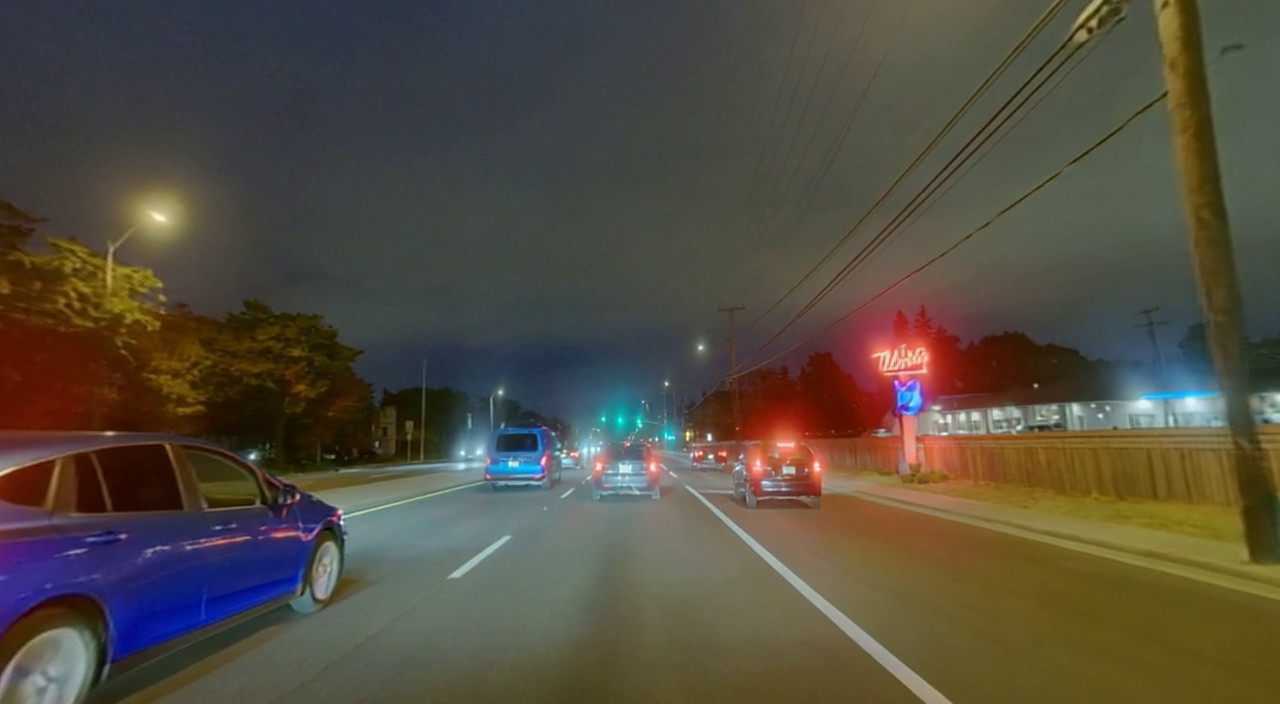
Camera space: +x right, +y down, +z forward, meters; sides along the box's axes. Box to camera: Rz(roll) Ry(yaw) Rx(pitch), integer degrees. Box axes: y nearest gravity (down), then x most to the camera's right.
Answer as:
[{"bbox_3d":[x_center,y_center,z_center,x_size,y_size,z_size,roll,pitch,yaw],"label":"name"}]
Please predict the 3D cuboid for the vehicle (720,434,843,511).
[{"bbox_3d":[3.058,2.681,14.482,1.880,1.521,3.724,0,-9,-1],"label":"vehicle"}]

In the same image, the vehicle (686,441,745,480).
[{"bbox_3d":[3.102,4.553,26.782,1.878,1.479,4.461,0,-9,-1],"label":"vehicle"}]

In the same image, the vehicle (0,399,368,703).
[{"bbox_3d":[-3.310,1.017,3.039,2.004,1.454,4.349,0,-9,1],"label":"vehicle"}]

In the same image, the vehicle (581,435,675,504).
[{"bbox_3d":[-0.267,2.910,16.008,2.097,1.511,3.809,0,-9,0],"label":"vehicle"}]

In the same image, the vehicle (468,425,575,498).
[{"bbox_3d":[-3.262,3.140,18.459,2.092,1.839,4.736,0,-9,1],"label":"vehicle"}]
